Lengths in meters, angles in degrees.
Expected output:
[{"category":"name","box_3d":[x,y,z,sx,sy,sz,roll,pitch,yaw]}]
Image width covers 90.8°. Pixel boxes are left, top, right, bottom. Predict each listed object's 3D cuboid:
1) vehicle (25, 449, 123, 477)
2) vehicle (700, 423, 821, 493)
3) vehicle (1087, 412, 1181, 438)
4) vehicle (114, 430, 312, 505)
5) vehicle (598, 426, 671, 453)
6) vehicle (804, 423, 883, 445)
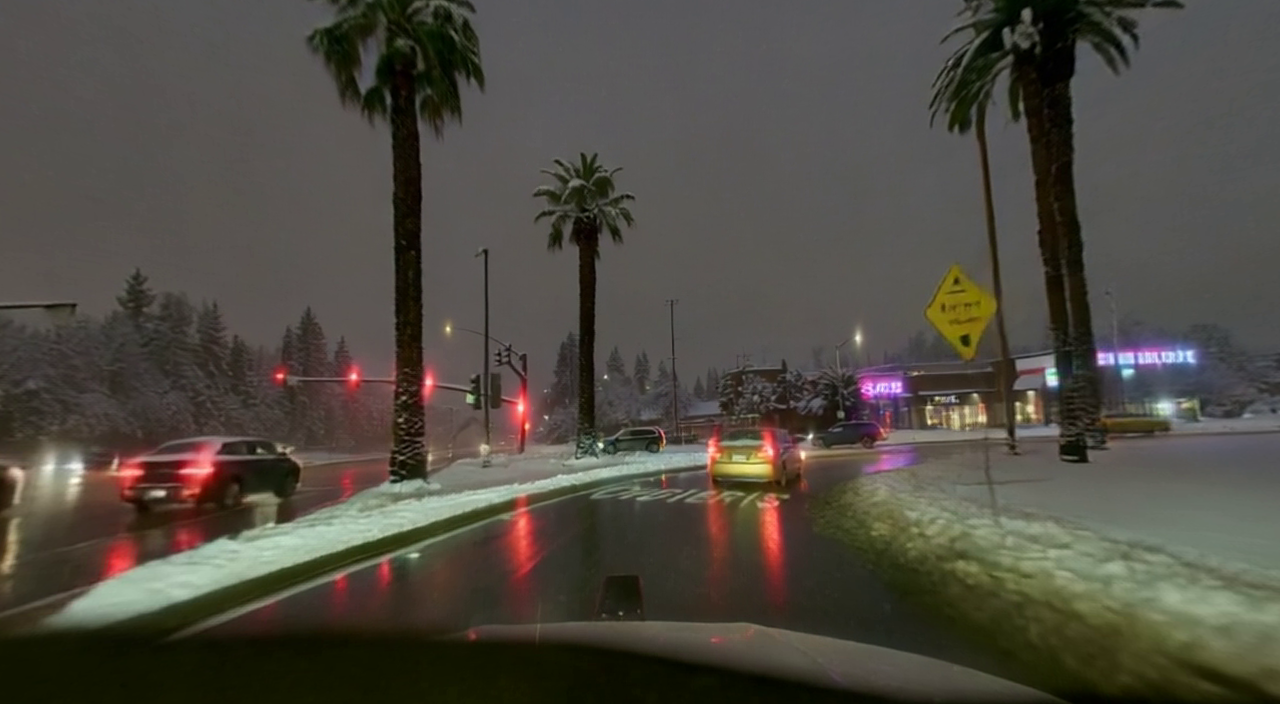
[{"category":"vehicle","box_3d":[-34.078,6.671,38.258,2.036,1.526,4.732,1,-9,-8]},{"category":"vehicle","box_3d":[3.221,2.637,16.096,2.070,1.493,4.570,-3,-9,22]},{"category":"vehicle","box_3d":[31.935,4.756,40.899,4.458,1.589,2.044,1,-8,-5]},{"category":"vehicle","box_3d":[-9.692,2.642,14.905,1.912,1.487,4.471,1,-8,-6]},{"category":"vehicle","box_3d":[-0.411,5.998,43.409,4.757,1.633,1.932,-1,-8,-10]},{"category":"vehicle","box_3d":[14.556,5.903,45.396,4.981,1.491,1.922,0,-10,-8]}]
